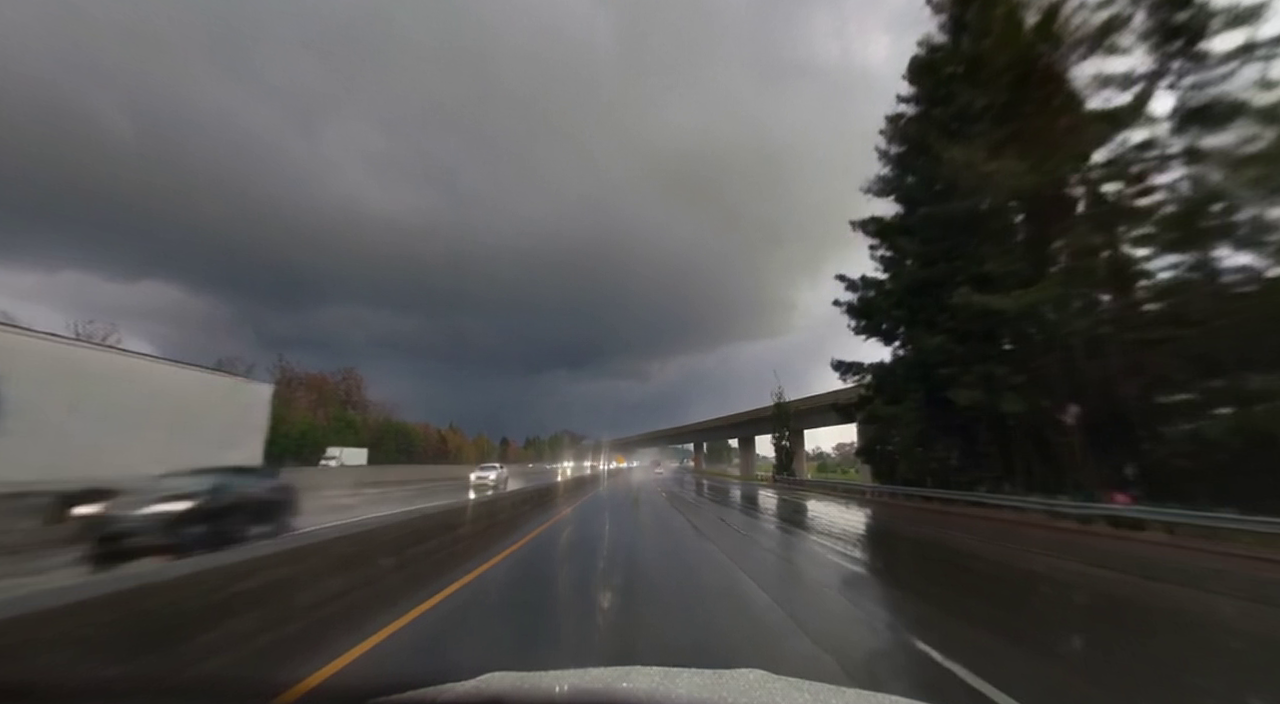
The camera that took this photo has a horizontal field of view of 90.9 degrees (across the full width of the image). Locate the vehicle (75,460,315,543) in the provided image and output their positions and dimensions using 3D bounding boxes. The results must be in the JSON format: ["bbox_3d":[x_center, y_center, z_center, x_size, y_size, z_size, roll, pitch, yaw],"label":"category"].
[{"bbox_3d":[-8.859,2.996,13.132,1.903,1.395,4.235,1,-10,-1],"label":"vehicle"}]

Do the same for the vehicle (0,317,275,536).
[{"bbox_3d":[-13.480,1.786,14.007,2.839,4.045,13.207,1,-10,0],"label":"vehicle"}]
